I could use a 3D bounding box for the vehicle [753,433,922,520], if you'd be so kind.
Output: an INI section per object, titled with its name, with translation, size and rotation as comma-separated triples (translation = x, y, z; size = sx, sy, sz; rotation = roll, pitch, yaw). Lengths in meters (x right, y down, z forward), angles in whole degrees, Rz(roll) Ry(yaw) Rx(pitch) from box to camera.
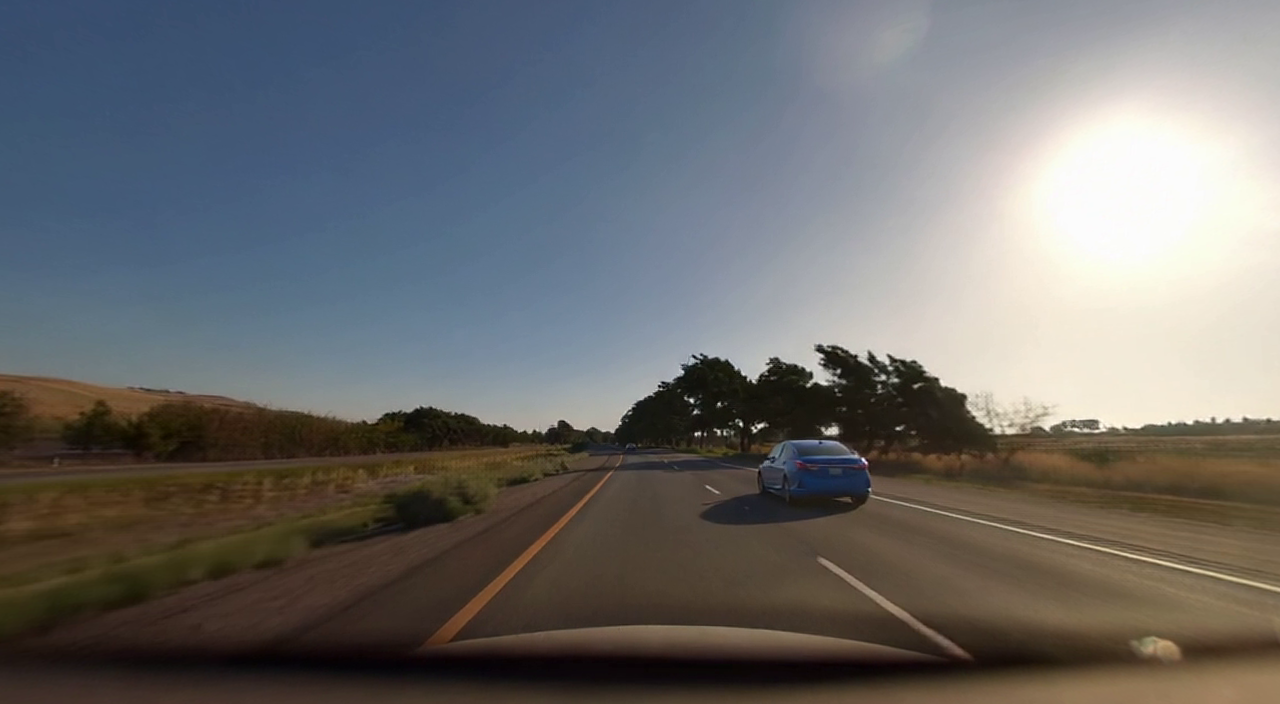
[vehicle]
translation = 3.797, 2.469, 13.080
size = 2.003, 1.466, 4.441
rotation = 0, -8, -1
